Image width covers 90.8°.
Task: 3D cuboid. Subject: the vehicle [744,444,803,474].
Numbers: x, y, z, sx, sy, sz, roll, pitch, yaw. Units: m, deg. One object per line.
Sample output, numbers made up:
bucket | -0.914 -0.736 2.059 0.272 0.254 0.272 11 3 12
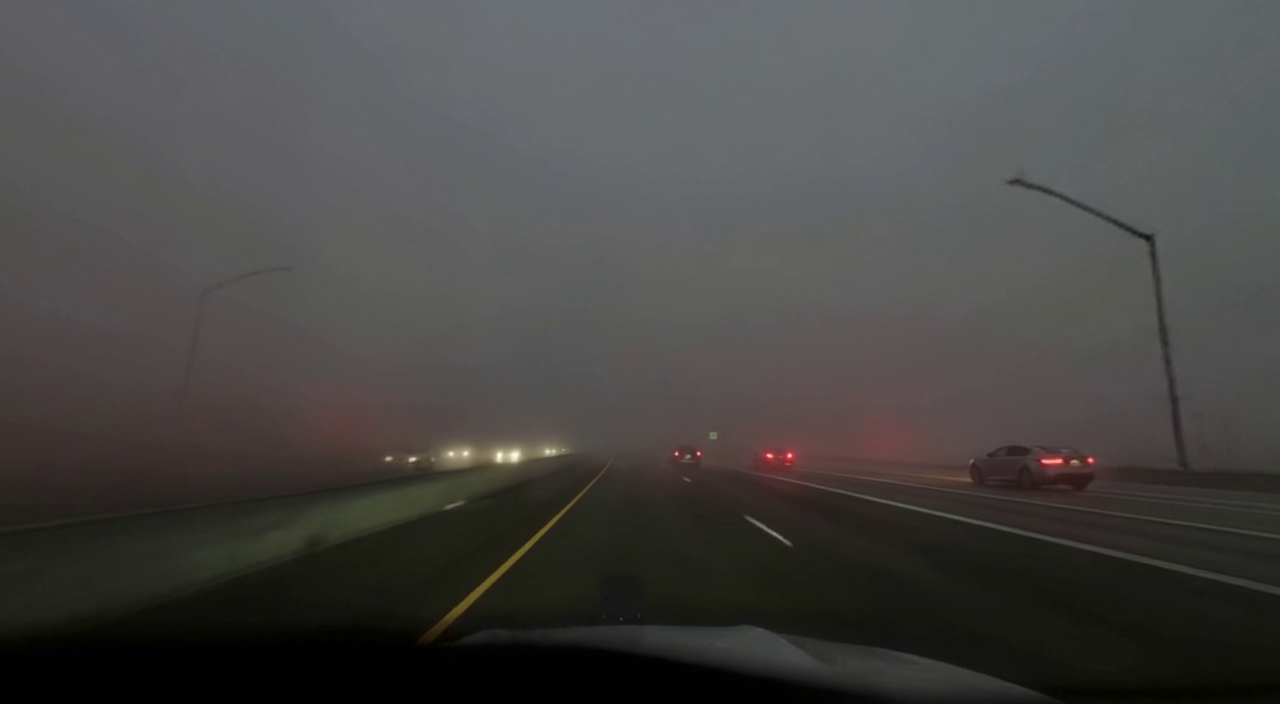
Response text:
vehicle | 6.820 5.507 32.737 1.952 1.442 4.259 0 -9 -2

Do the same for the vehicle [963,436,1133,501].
vehicle | 10.957 3.128 17.382 1.844 1.560 4.085 0 -9 -1

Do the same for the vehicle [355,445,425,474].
vehicle | -14.509 6.223 37.009 2.113 1.491 5.013 0 -8 -1

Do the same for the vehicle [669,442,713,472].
vehicle | 2.829 5.934 35.945 1.977 1.601 4.598 0 -9 -2
